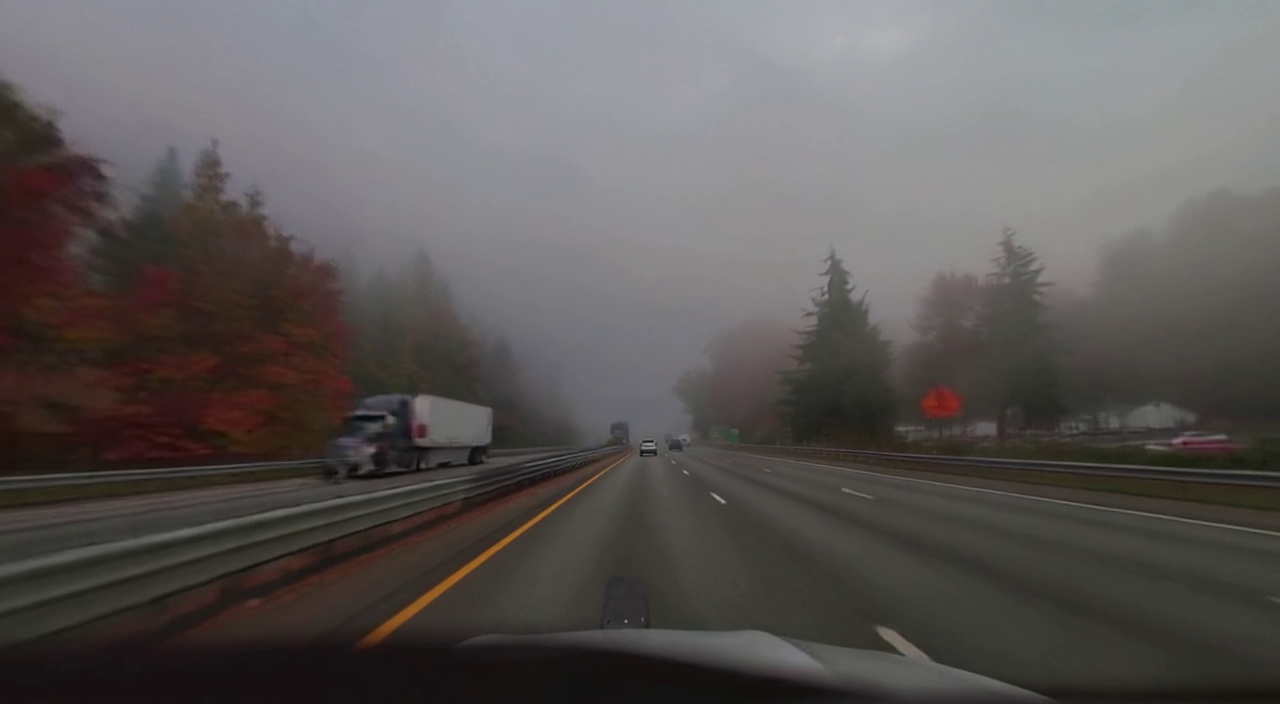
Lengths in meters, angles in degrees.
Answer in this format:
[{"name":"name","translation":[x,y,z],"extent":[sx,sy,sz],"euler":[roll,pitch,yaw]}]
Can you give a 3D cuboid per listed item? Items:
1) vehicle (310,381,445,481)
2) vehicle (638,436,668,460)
[{"name":"vehicle","translation":[-11.235,3.498,27.694],"extent":[3.024,3.912,6.057],"euler":[0,-8,2]},{"name":"vehicle","translation":[0.839,6.306,41.286],"extent":[1.924,1.498,3.817],"euler":[0,-8,1]}]
